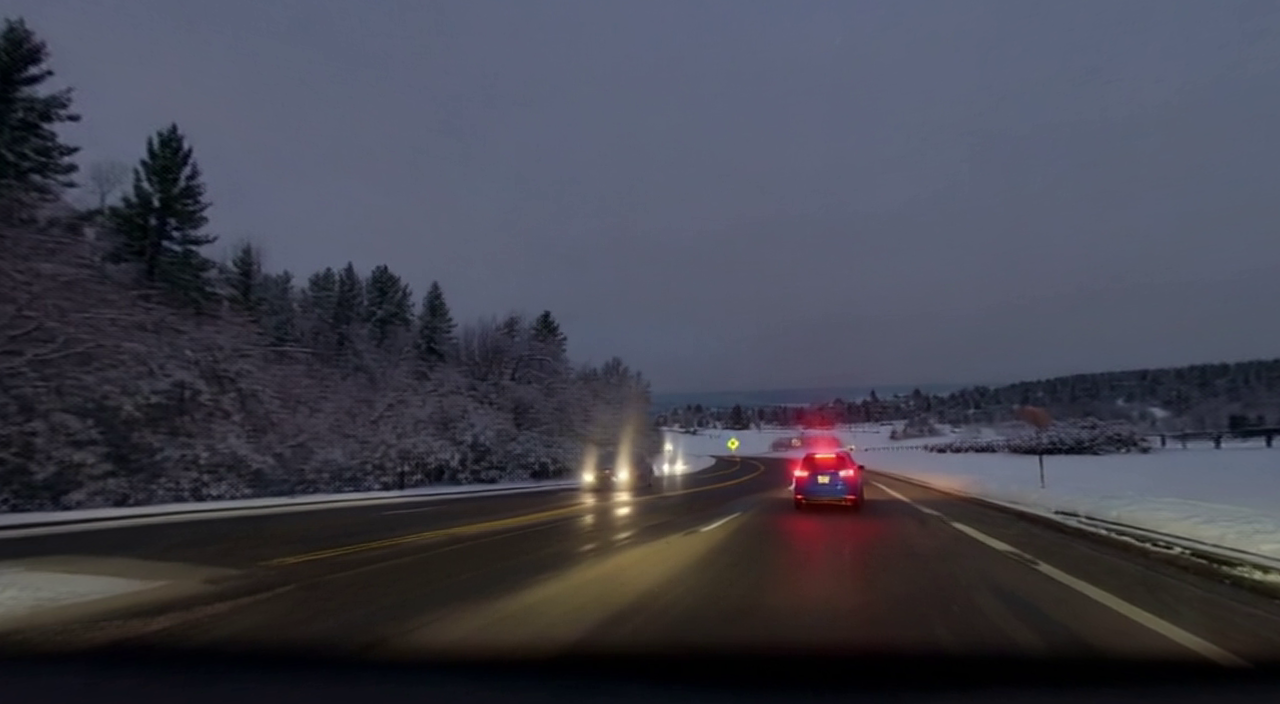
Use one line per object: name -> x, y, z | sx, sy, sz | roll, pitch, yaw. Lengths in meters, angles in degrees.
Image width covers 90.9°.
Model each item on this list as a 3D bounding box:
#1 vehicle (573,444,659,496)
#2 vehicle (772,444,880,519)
vehicle -> -0.864, 4.889, 26.703 | 2.150, 1.927, 5.209 | -3, -9, 15
vehicle -> 4.577, 3.023, 15.326 | 2.148, 1.521, 4.089 | -3, -9, 19
